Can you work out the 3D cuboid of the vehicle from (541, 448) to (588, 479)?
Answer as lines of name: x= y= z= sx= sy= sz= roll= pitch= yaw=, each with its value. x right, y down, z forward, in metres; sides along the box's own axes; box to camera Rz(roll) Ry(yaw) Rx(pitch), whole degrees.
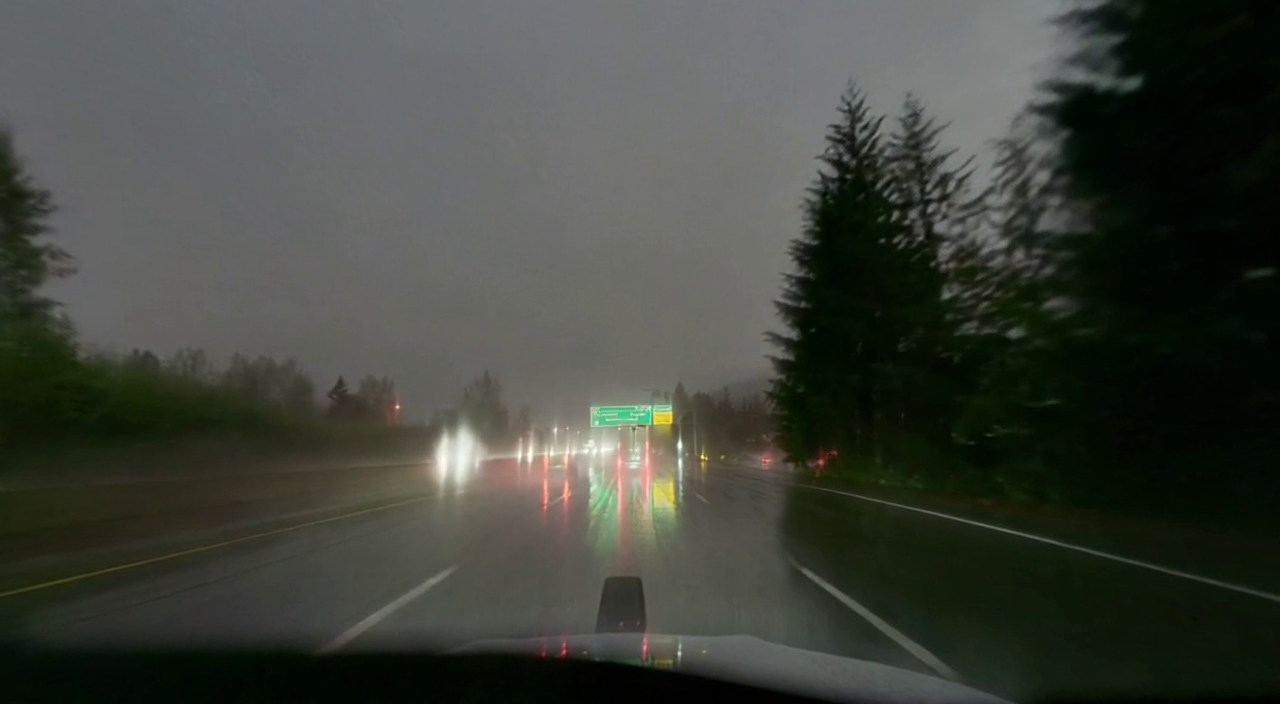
vehicle: x=-3.799 y=5.711 z=32.507 sx=1.886 sy=1.465 sz=4.119 roll=0 pitch=-9 yaw=0
